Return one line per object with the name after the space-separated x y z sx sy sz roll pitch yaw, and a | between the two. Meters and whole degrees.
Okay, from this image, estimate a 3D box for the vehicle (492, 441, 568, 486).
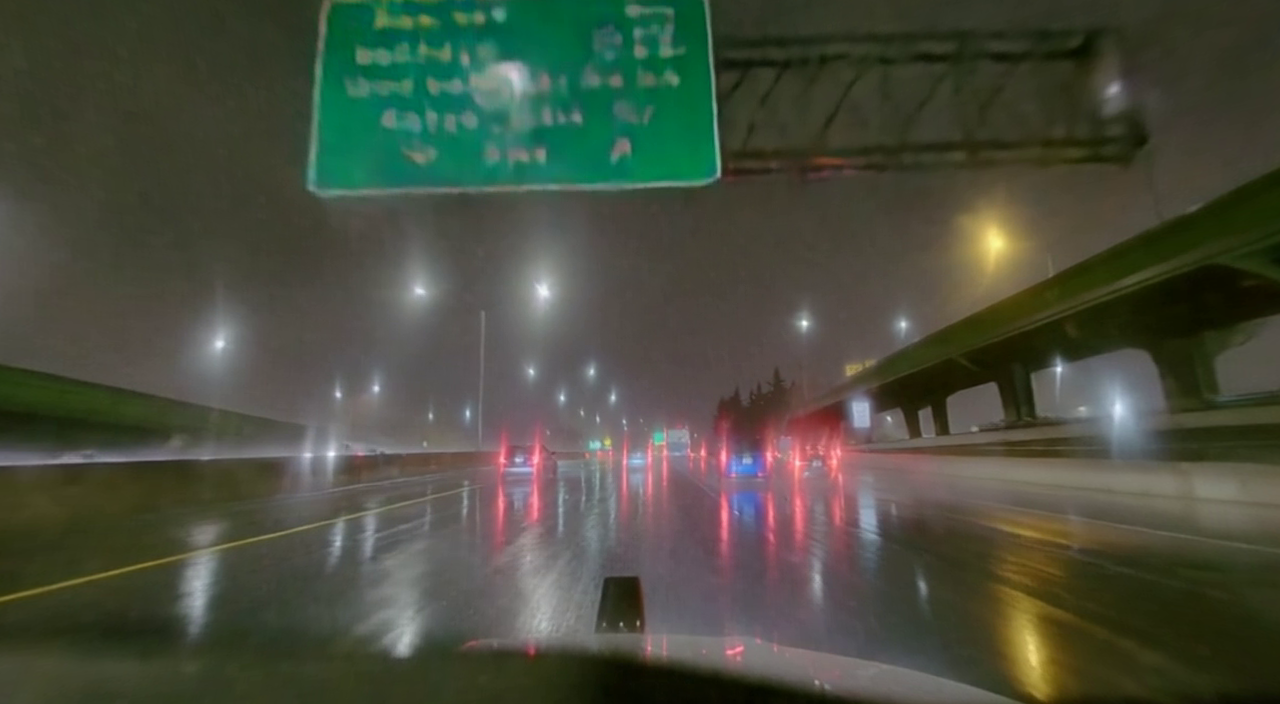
-3.973 4.091 23.492 2.031 1.491 4.145 0 -8 1 | vehicle

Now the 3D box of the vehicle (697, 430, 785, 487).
3.324 3.613 21.663 2.202 1.748 4.158 1 -8 -2 | vehicle

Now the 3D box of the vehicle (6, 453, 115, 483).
-33.637 6.711 36.754 1.839 1.548 4.704 0 -8 1 | vehicle

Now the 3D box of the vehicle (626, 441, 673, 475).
0.439 4.982 29.825 2.089 1.493 3.964 0 -8 0 | vehicle
